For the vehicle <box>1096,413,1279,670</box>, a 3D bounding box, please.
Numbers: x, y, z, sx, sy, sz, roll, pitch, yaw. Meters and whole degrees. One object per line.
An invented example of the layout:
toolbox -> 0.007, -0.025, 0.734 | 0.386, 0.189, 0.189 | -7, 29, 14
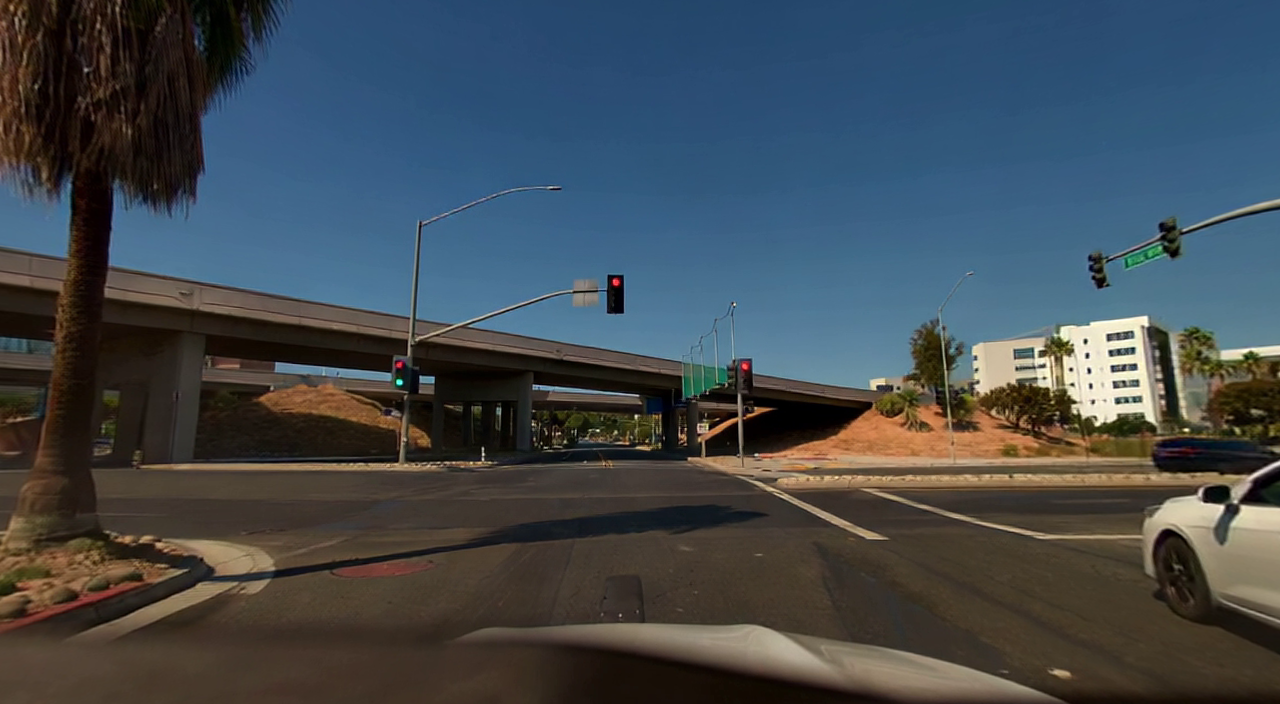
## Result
vehicle -> 4.594, 1.012, 3.067 | 1.959, 1.485, 4.628 | -2, -9, 10
